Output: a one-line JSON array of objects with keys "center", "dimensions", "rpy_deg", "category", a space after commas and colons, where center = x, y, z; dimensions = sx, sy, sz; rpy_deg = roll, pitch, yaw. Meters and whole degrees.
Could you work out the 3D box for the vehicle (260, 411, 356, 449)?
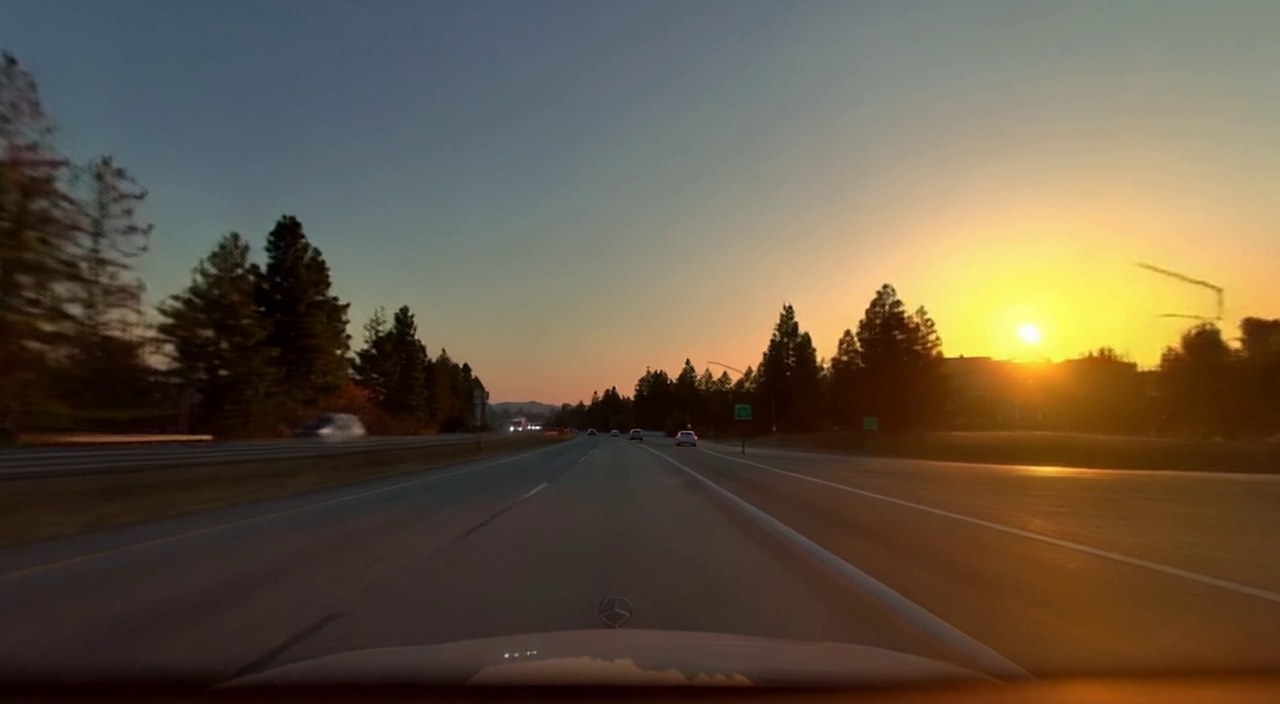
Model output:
[{"center": [-13.778, 3.290, 26.434], "dimensions": [1.932, 1.439, 4.007], "rpy_deg": [0, -8, -2], "category": "vehicle"}]
